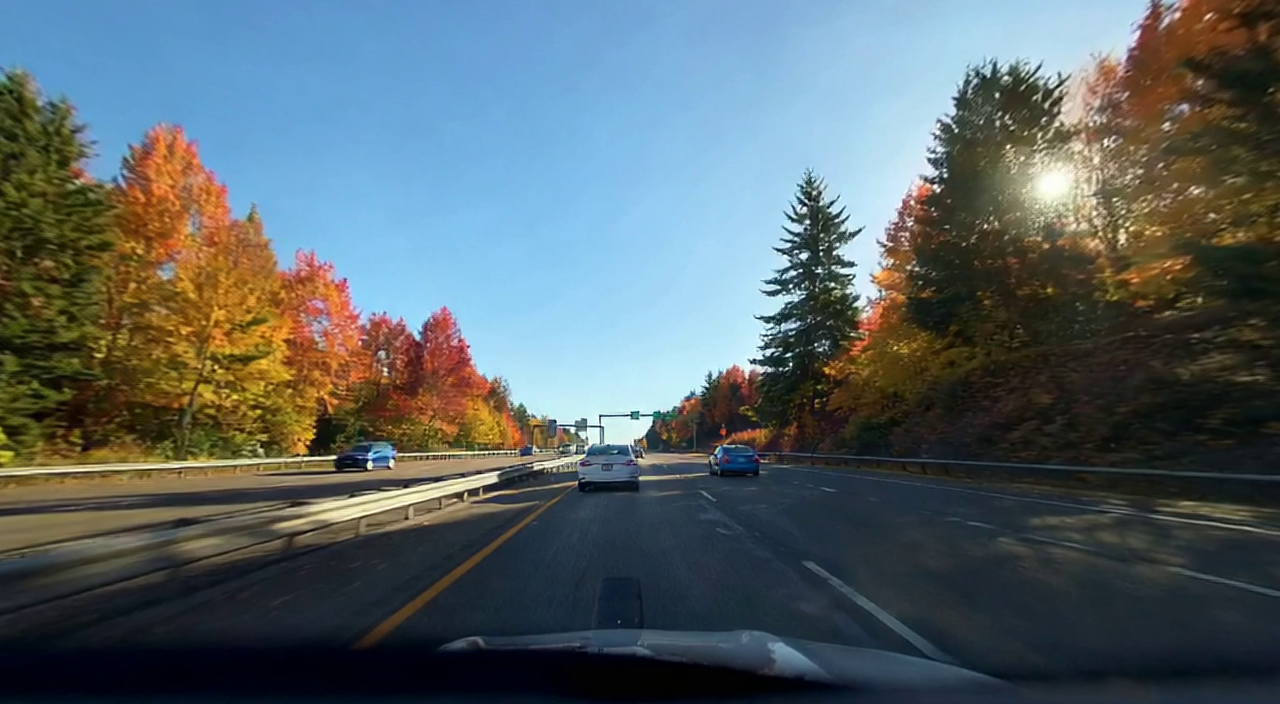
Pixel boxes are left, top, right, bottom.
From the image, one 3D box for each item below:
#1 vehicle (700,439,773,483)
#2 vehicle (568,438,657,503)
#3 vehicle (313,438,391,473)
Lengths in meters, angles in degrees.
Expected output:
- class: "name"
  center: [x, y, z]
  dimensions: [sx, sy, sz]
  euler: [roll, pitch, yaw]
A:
- class: "vehicle"
  center: [3.791, 4.368, 25.334]
  dimensions: [2.300, 1.595, 4.144]
  euler: [-1, -9, 0]
- class: "vehicle"
  center: [-0.700, 3.187, 17.295]
  dimensions: [2.128, 1.516, 4.410]
  euler: [0, -9, -1]
- class: "vehicle"
  center: [-13.990, 5.067, 30.724]
  dimensions: [1.933, 1.556, 4.105]
  euler: [0, -9, -1]
